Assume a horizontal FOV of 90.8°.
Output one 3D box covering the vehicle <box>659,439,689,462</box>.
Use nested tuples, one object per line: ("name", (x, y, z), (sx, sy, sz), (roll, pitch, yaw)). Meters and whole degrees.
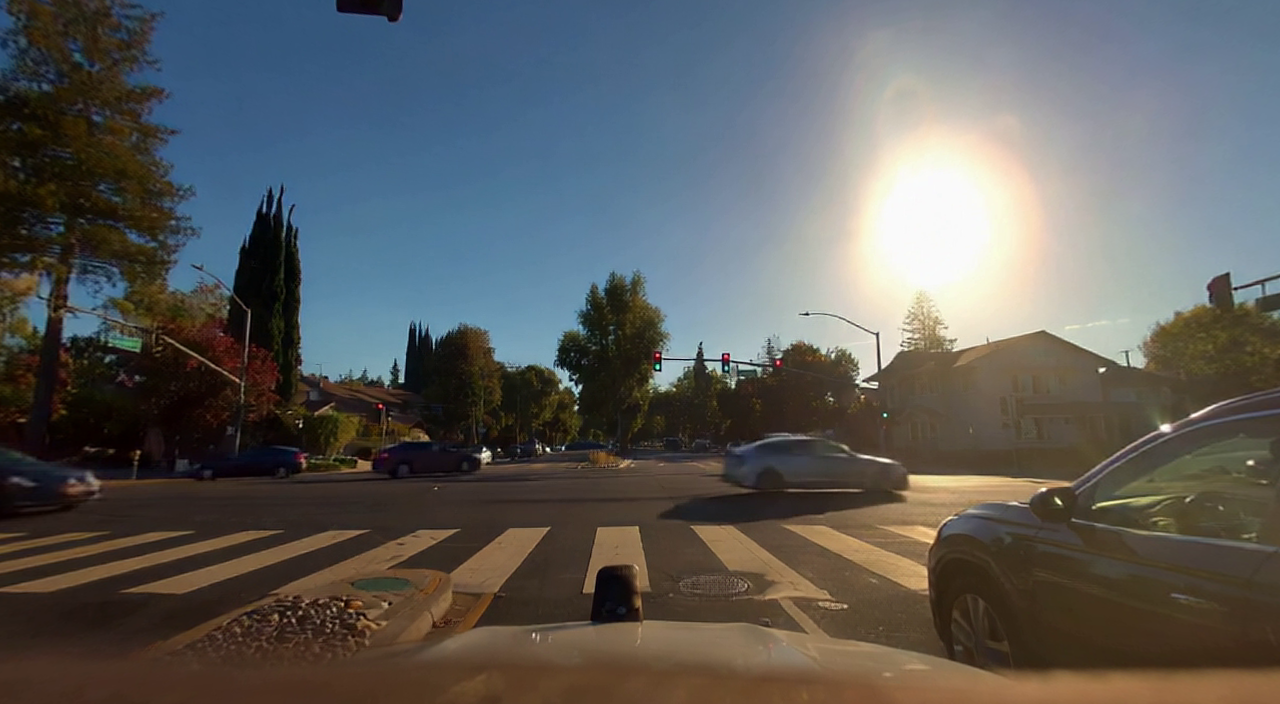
("vehicle", (2.543, 7.500, 48.035), (2.130, 1.633, 4.532), (0, -9, 2))

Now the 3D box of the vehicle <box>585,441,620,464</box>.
("vehicle", (-2.443, 6.716, 42.355), (2.046, 1.491, 4.118), (0, -8, 0))

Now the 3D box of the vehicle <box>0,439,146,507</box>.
("vehicle", (-15.873, 3.060, 16.226), (4.680, 1.620, 1.943), (0, -9, -1))

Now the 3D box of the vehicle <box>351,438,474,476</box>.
("vehicle", (-9.661, 4.441, 26.857), (4.689, 1.490, 1.920), (4, -9, -24))

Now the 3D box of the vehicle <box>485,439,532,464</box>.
("vehicle", (-8.997, 6.856, 43.664), (2.028, 1.654, 5.027), (0, -9, 1))

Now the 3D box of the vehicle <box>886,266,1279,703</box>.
("vehicle", (2.695, 0.708, 1.748), (2.085, 1.800, 4.908), (0, -9, 1))

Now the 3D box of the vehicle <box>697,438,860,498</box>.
("vehicle", (3.565, 3.070, 16.870), (3.894, 1.487, 1.863), (0, -9, -1))

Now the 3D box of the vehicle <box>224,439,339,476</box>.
("vehicle", (-18.528, 5.442, 32.831), (2.065, 1.775, 4.667), (-7, -11, 39))
